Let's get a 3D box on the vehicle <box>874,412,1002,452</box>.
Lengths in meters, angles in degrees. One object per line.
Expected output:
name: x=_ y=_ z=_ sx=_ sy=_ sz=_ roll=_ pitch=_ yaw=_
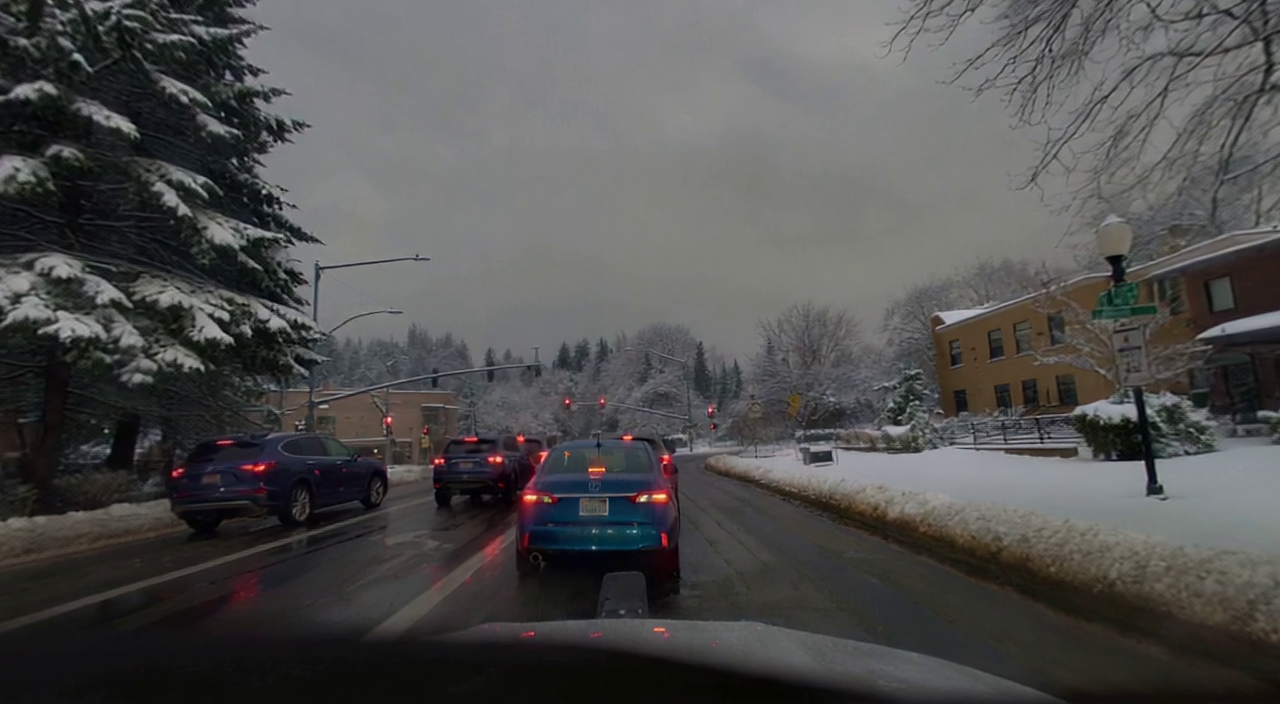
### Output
vehicle: x=13.949 y=3.797 z=29.791 sx=4.975 sy=1.809 sz=1.956 roll=0 pitch=-9 yaw=2

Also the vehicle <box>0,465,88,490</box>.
vehicle: x=-36.616 y=7.630 z=38.539 sx=4.093 sy=1.440 sz=1.804 roll=0 pitch=-9 yaw=0

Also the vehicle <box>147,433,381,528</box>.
vehicle: x=-7.271 y=2.506 z=12.912 sx=2.096 sy=1.593 sz=4.288 roll=0 pitch=-9 yaw=1

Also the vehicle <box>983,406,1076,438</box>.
vehicle: x=27.747 y=5.035 z=45.166 sx=5.333 sy=1.880 sz=2.130 roll=-8 pitch=-9 yaw=30

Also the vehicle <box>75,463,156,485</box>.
vehicle: x=-36.349 y=8.439 z=43.864 sx=3.918 sy=1.423 sz=1.861 roll=0 pitch=-9 yaw=0

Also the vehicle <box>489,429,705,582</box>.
vehicle: x=-0.412 y=1.803 z=8.207 sx=2.104 sy=1.472 sz=3.946 roll=0 pitch=-9 yaw=0

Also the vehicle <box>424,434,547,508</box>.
vehicle: x=-3.613 y=2.861 z=15.611 sx=1.969 sy=1.570 sz=4.019 roll=0 pitch=-9 yaw=1
